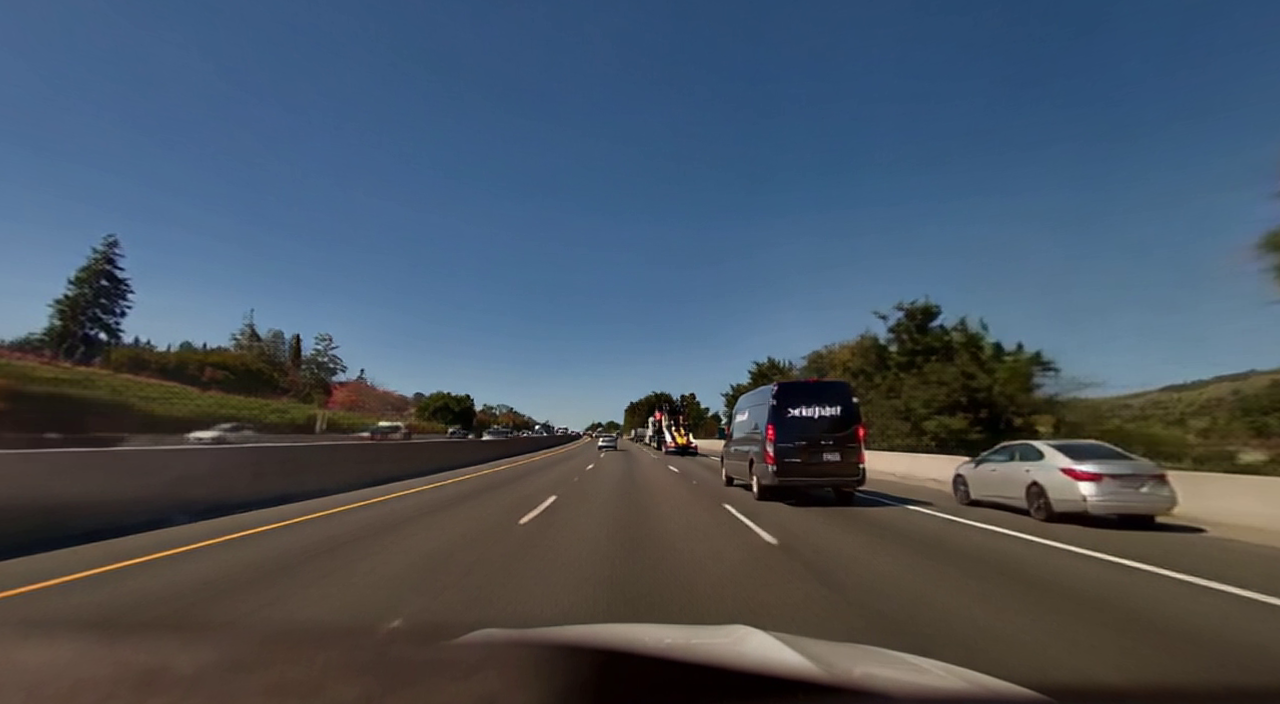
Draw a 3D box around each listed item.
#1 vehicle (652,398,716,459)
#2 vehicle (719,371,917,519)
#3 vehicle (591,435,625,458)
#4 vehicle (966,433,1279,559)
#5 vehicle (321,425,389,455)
[{"bbox_3d":[2.808,5.441,44.062,2.912,3.738,10.123,1,-8,-5],"label":"vehicle"},{"bbox_3d":[3.394,1.974,13.709,2.386,2.509,5.880,0,-8,-2],"label":"vehicle"},{"bbox_3d":[-2.167,6.500,43.650,2.217,1.502,4.222,0,-8,-2],"label":"vehicle"},{"bbox_3d":[7.380,2.055,9.925,1.925,1.490,4.631,0,-8,-1],"label":"vehicle"},{"bbox_3d":[-15.458,4.785,34.398,1.855,1.532,3.997,0,-8,-1],"label":"vehicle"}]
